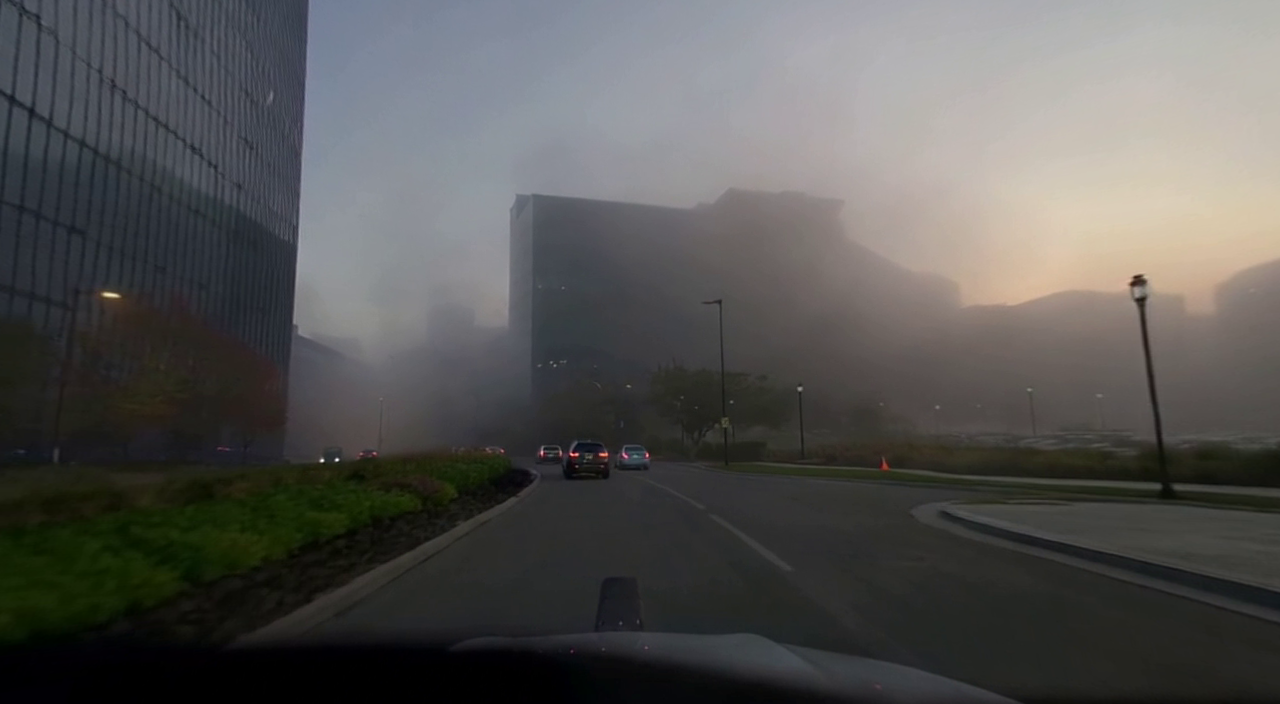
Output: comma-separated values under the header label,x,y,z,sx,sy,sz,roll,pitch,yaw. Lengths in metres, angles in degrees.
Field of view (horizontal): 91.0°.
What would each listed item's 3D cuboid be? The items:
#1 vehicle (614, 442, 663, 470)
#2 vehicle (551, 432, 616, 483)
label,x,y,z,sx,sy,sz,roll,pitch,yaw
vehicle,-0.168,6.003,36.598,2.116,1.506,4.355,2,-9,-10
vehicle,-2.284,4.045,24.399,2.173,1.761,4.374,1,-9,-9
